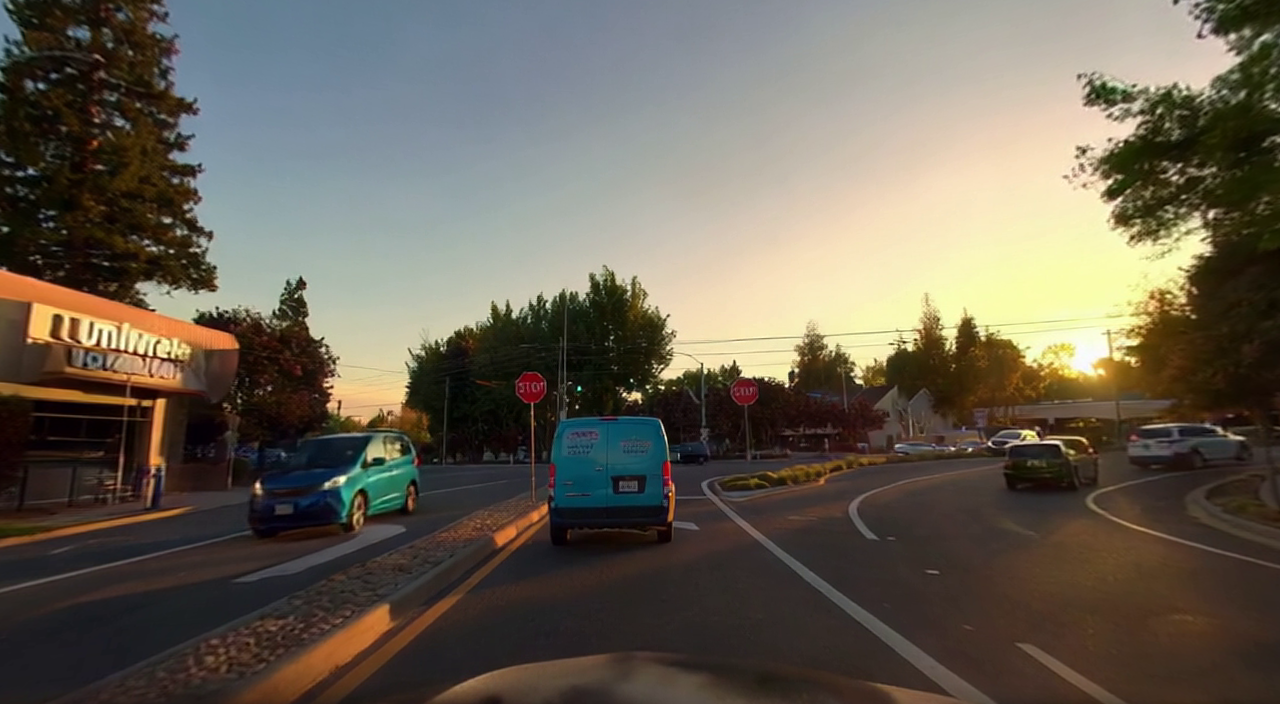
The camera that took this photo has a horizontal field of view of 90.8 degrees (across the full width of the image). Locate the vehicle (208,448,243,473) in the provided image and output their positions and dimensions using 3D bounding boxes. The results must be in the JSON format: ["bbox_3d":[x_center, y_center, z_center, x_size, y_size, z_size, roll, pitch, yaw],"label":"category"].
[{"bbox_3d":[-29.925,7.801,45.700,1.913,1.682,4.120,5,-10,-32],"label":"vehicle"}]

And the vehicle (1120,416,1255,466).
[{"bbox_3d":[23.260,3.790,26.850,4.946,1.973,2.204,4,-9,-23],"label":"vehicle"}]

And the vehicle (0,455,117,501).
[{"bbox_3d":[-21.393,4.394,22.363,2.038,1.392,4.362,0,-9,-1],"label":"vehicle"}]

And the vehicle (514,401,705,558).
[{"bbox_3d":[-0.295,1.846,9.768,2.237,1.828,4.546,0,-9,2],"label":"vehicle"}]

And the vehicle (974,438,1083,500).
[{"bbox_3d":[11.147,3.240,17.971,2.079,1.504,4.828,-6,-11,36],"label":"vehicle"}]

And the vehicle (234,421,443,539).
[{"bbox_3d":[-5.176,2.237,11.703,1.985,1.710,4.651,1,-9,-6],"label":"vehicle"}]
